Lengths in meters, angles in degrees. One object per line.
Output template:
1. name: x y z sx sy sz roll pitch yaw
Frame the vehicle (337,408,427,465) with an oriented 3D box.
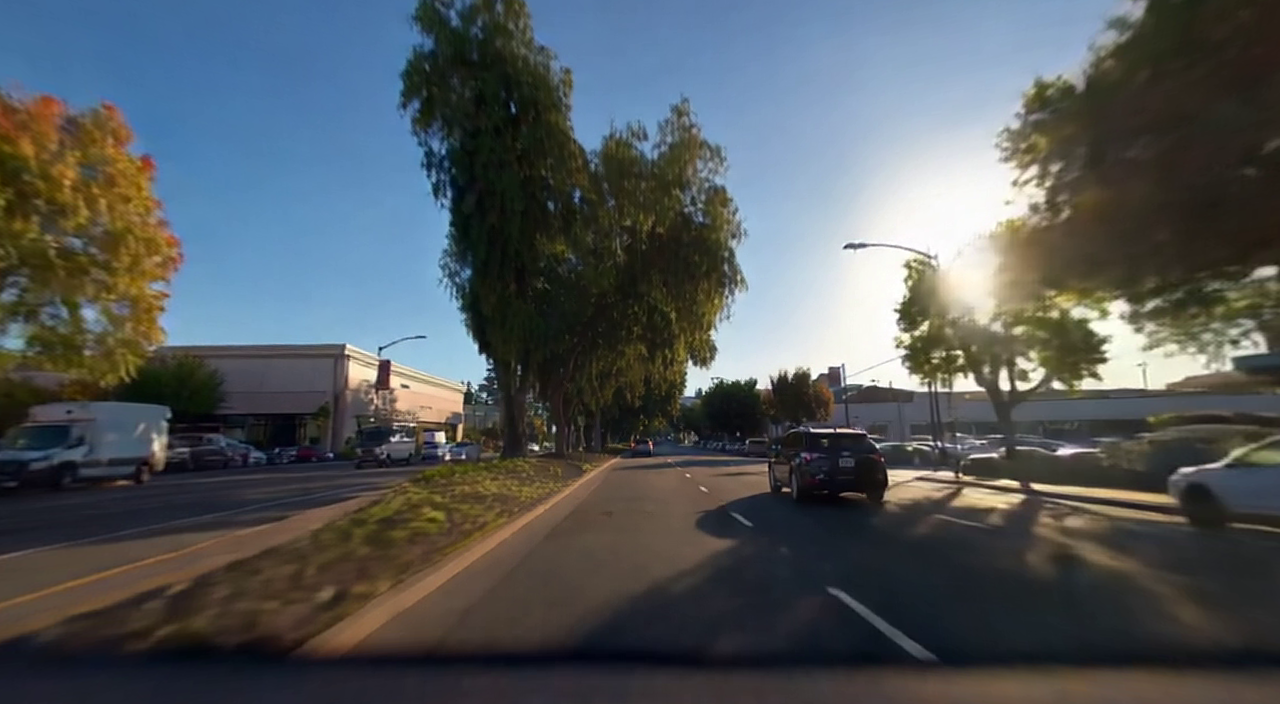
1. vehicle: -18.761 6.286 46.588 3.086 3.767 8.298 0 -8 0

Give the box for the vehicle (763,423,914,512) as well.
1. vehicle: 4.126 2.464 13.869 2.072 1.669 3.836 0 -8 0

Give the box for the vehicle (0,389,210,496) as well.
1. vehicle: -19.163 3.256 22.717 2.811 3.326 6.083 0 -8 1

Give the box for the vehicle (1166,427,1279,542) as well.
1. vehicle: 10.413 1.871 8.795 2.078 1.668 4.654 0 -8 0

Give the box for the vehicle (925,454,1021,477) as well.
1. vehicle: 20.172 6.887 38.347 4.671 1.349 1.976 0 -8 -1
